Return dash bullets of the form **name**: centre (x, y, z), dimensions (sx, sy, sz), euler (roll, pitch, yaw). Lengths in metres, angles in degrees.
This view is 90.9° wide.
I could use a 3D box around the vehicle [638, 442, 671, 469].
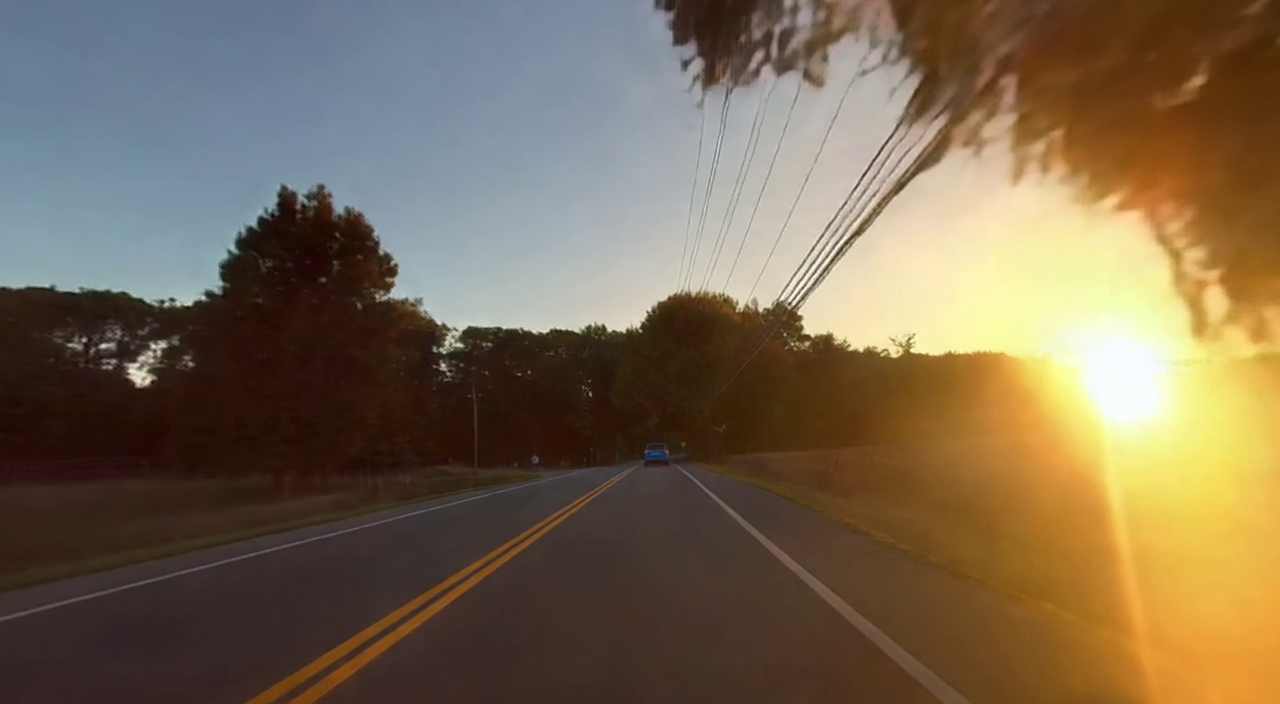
- **vehicle**: centre (1.086, 8.081, 49.367), dimensions (2.468, 2.056, 4.422), euler (0, -9, 1)
